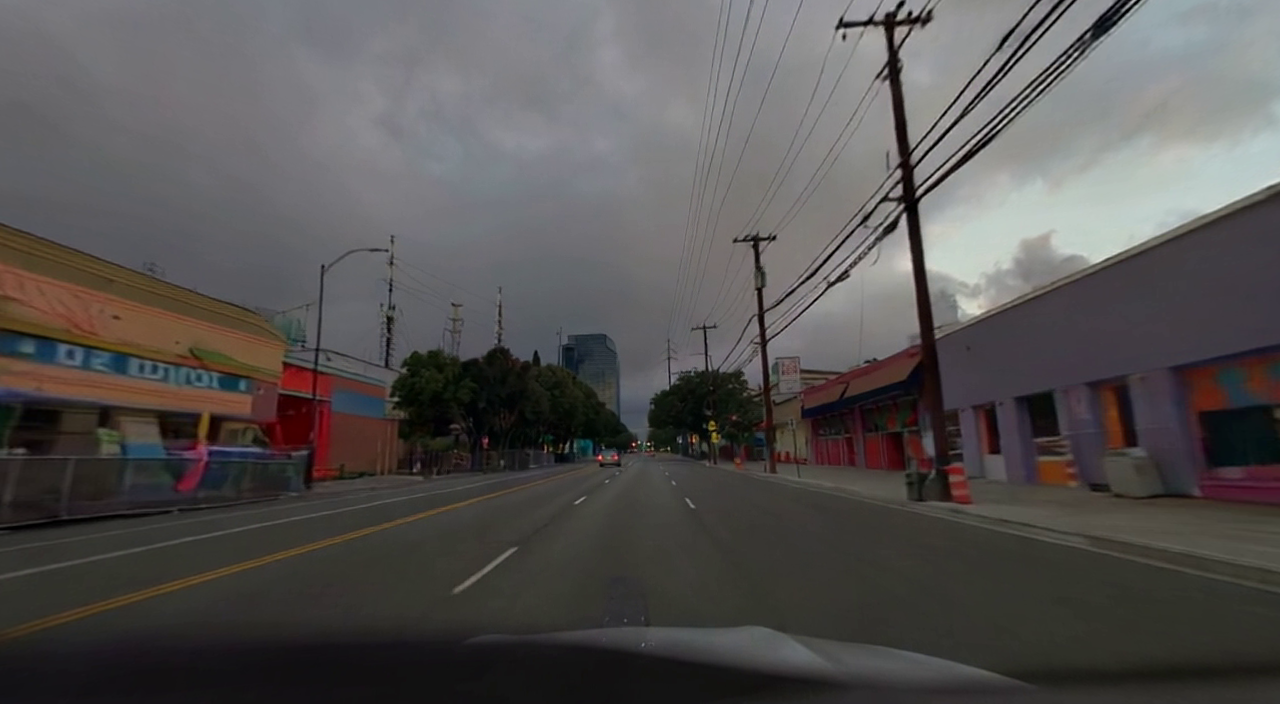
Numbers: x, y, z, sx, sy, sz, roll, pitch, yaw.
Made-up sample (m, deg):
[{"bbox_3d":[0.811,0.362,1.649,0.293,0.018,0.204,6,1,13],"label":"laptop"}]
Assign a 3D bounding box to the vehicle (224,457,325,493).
[{"bbox_3d":[-17.157,5.777,29.926,1.995,1.460,4.802,0,-9,-2],"label":"vehicle"}]
